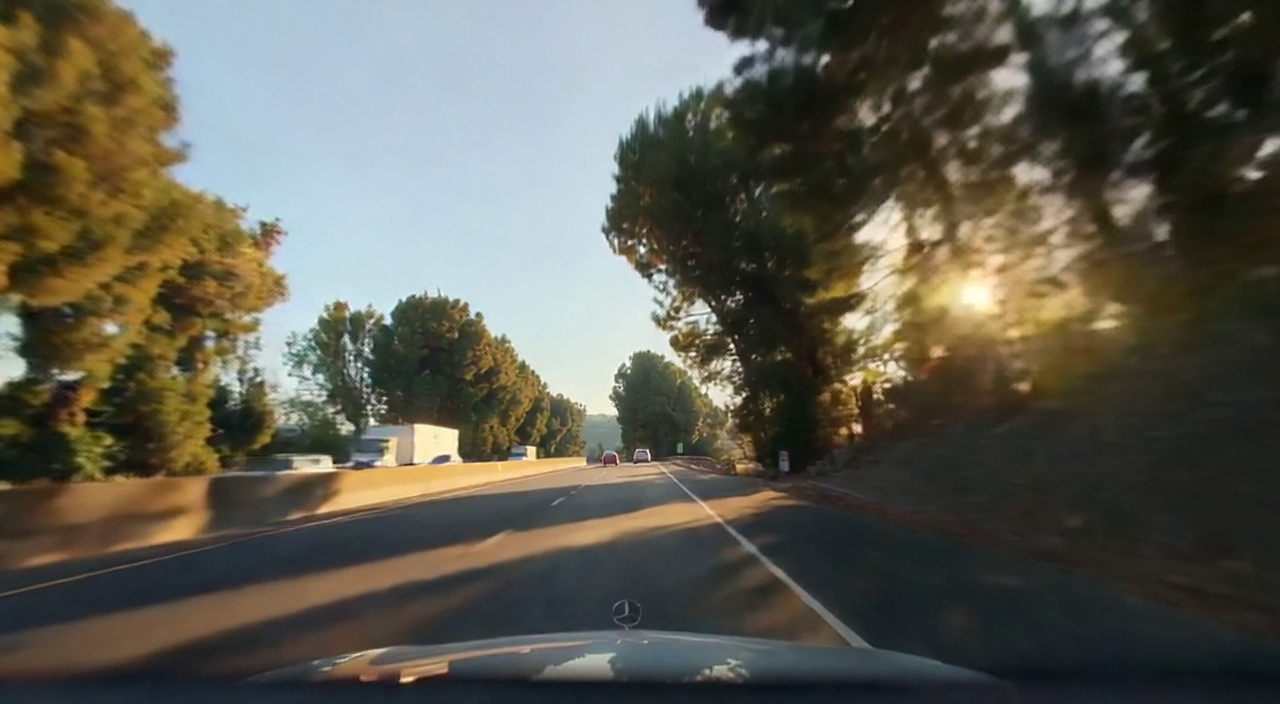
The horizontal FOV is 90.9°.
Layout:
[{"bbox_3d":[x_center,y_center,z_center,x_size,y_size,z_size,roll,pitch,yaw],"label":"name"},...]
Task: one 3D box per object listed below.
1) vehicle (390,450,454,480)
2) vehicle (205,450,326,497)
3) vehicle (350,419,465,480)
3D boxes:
[{"bbox_3d":[-12.506,6.501,36.422,1.997,1.585,4.539,0,-9,1],"label":"vehicle"},{"bbox_3d":[-14.726,4.773,25.144,1.934,1.685,4.447,-1,-9,3],"label":"vehicle"},{"bbox_3d":[-16.794,7.353,47.397,2.842,3.828,14.939,-1,-9,1],"label":"vehicle"}]
